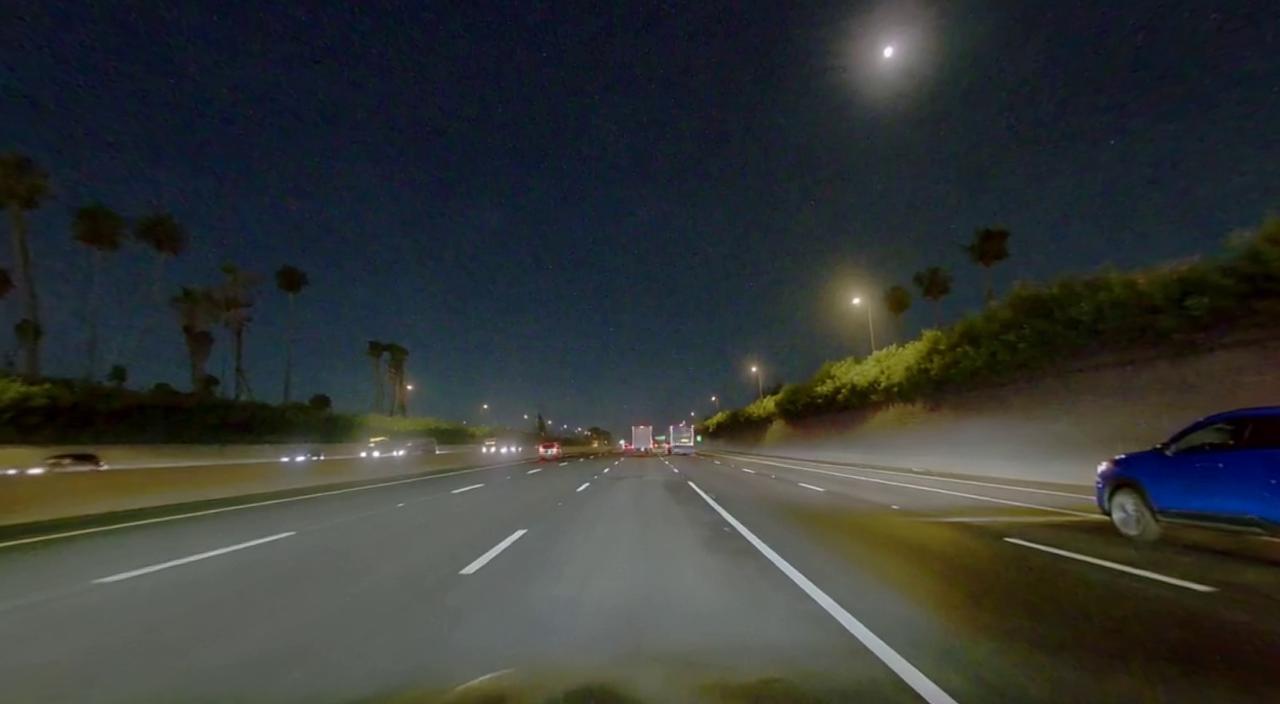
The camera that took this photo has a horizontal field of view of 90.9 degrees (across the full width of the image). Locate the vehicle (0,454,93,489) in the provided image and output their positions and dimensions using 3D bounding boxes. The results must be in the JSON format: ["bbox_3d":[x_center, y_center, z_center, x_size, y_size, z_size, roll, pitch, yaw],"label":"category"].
[{"bbox_3d":[-26.729,5.254,27.979,1.799,1.371,3.407,0,-8,0],"label":"vehicle"}]

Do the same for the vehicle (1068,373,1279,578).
[{"bbox_3d":[7.190,1.184,6.107,2.361,1.911,5.286,0,-8,0],"label":"vehicle"}]

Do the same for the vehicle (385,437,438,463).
[{"bbox_3d":[-17.765,7.619,49.345,2.240,1.891,5.113,0,-8,0],"label":"vehicle"}]

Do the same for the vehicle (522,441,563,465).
[{"bbox_3d":[-6.679,6.968,43.669,2.097,1.525,4.632,0,-8,1],"label":"vehicle"}]
